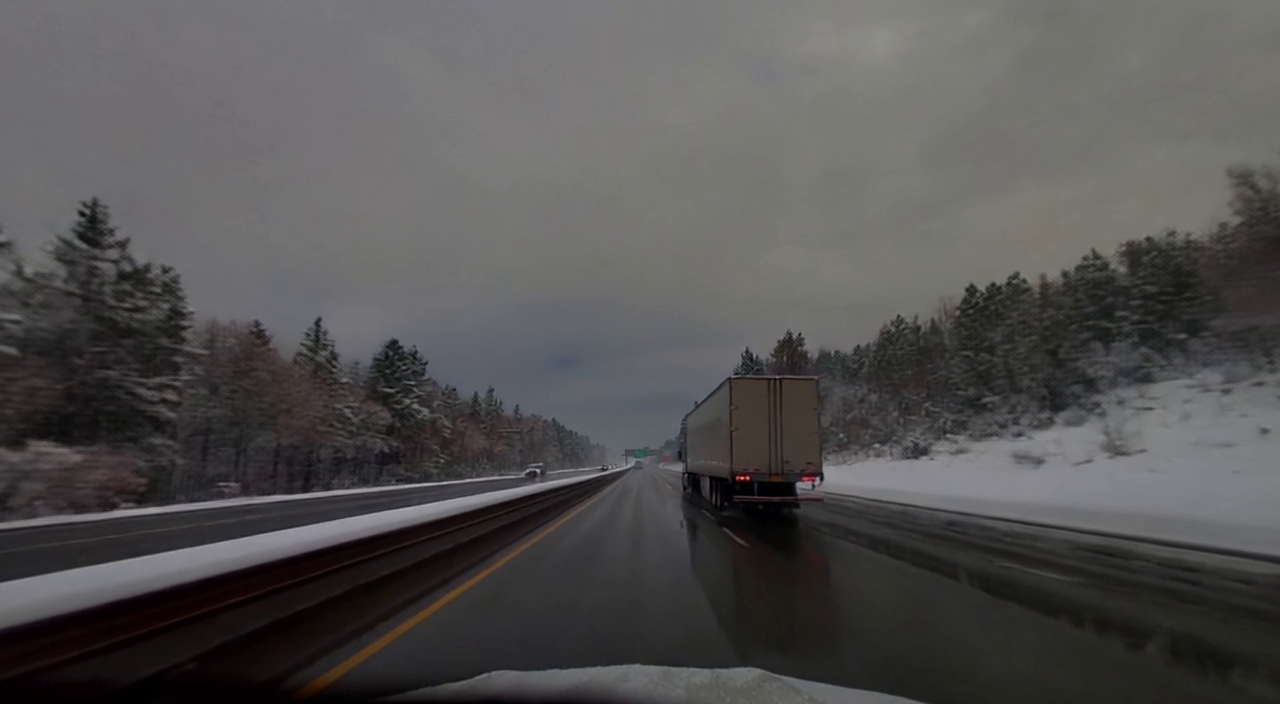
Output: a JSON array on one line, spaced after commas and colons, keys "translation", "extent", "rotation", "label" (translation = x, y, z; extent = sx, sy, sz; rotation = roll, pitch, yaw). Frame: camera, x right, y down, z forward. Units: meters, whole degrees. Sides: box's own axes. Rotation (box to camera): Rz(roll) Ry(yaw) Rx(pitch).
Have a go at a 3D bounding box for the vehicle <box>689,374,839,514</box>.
[{"translation": [4.175, 3.904, 25.331], "extent": [3.204, 4.102, 13.306], "rotation": [1, -10, 0], "label": "vehicle"}]
